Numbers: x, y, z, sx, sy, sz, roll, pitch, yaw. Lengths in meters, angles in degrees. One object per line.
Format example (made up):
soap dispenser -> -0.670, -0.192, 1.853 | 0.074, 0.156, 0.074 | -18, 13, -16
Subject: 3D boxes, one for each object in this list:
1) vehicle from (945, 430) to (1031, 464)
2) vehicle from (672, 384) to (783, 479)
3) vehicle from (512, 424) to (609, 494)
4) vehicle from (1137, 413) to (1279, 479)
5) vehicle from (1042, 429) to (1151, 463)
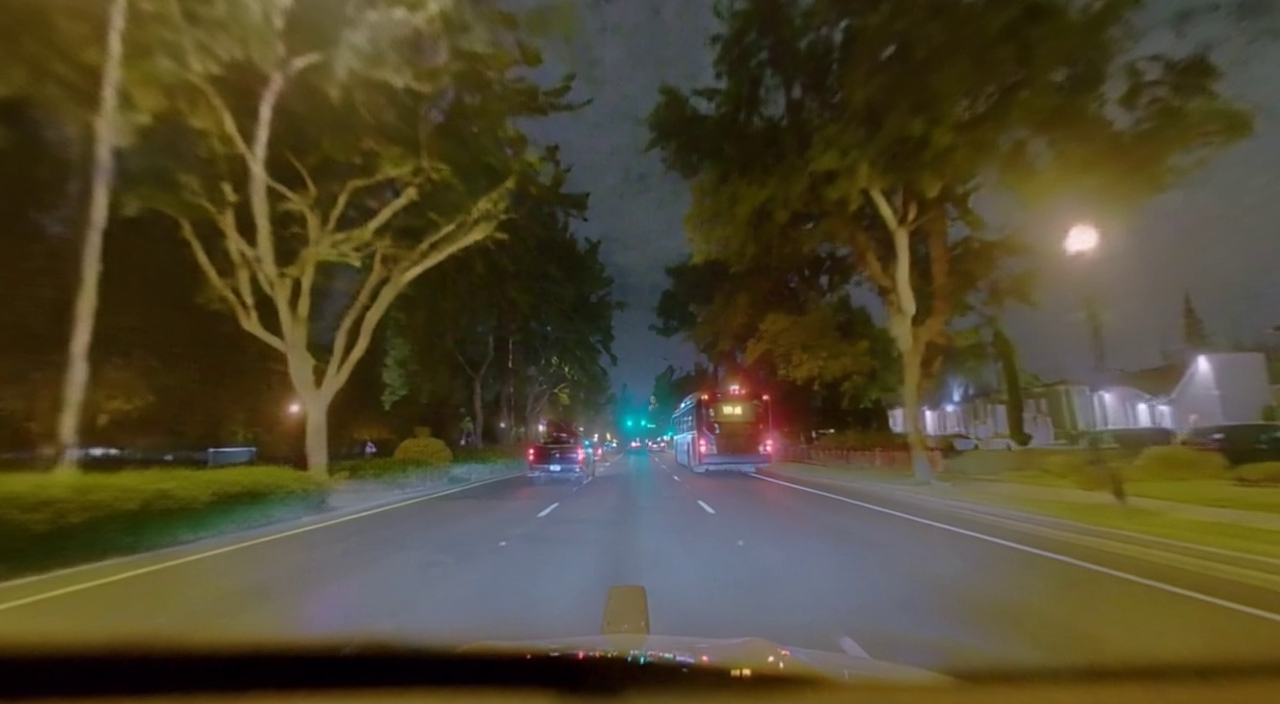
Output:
vehicle -> 16.545, 4.584, 30.264 | 1.797, 1.455, 4.342 | -2, -9, 3
vehicle -> 3.332, 3.641, 27.990 | 3.059, 3.264, 12.623 | 0, -8, 0
vehicle -> -2.255, 3.225, 19.424 | 2.074, 1.849, 5.137 | -1, -8, 3
vehicle -> 16.677, 2.645, 17.831 | 1.972, 1.648, 4.016 | -1, -8, 2
vehicle -> 21.843, 4.546, 30.429 | 1.905, 1.481, 4.731 | -1, -8, 3
